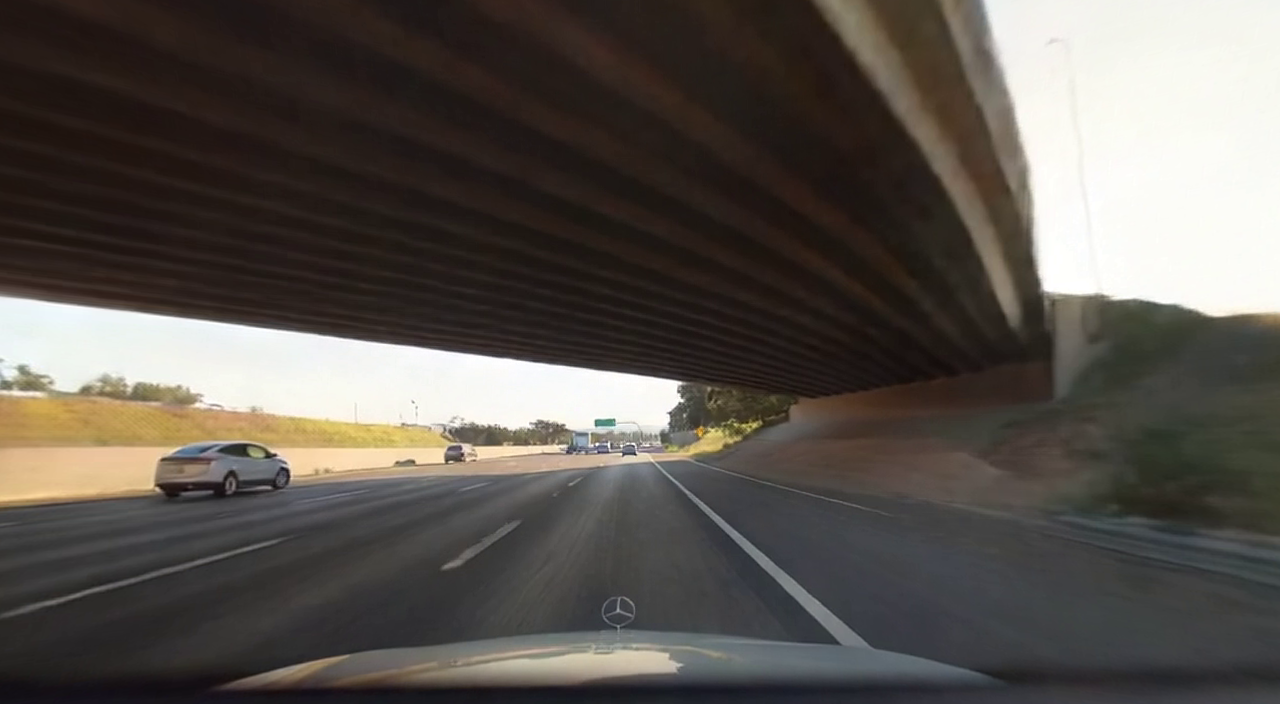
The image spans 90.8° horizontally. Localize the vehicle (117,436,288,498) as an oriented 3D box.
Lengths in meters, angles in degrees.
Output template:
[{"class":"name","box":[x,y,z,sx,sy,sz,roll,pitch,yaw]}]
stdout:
[{"class":"vehicle","box":[-14.382,3.789,21.269,2.049,1.792,5.177,0,-9,0]}]
